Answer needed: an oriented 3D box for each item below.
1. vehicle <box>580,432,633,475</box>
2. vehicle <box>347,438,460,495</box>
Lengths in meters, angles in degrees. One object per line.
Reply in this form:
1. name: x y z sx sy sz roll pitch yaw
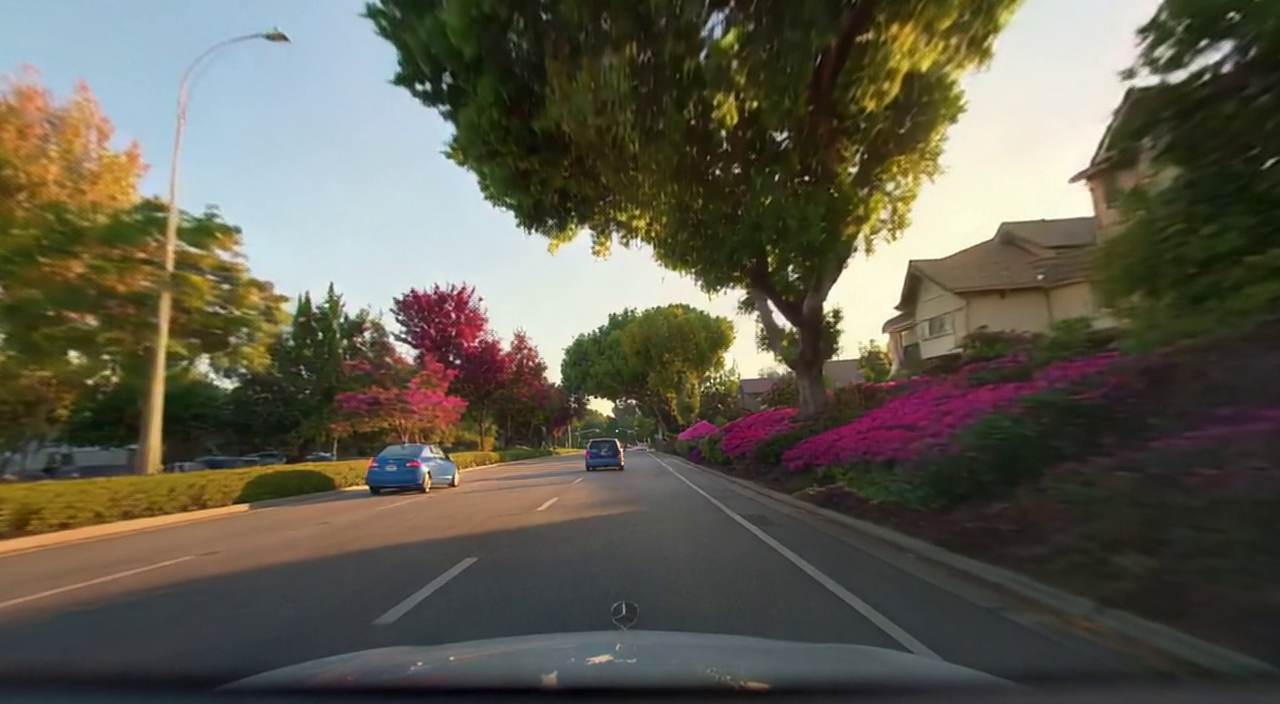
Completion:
1. vehicle: -1.438 4.569 28.625 2.070 1.764 4.552 -1 -8 1
2. vehicle: -7.611 3.696 20.878 1.993 1.657 4.487 -1 -8 0
